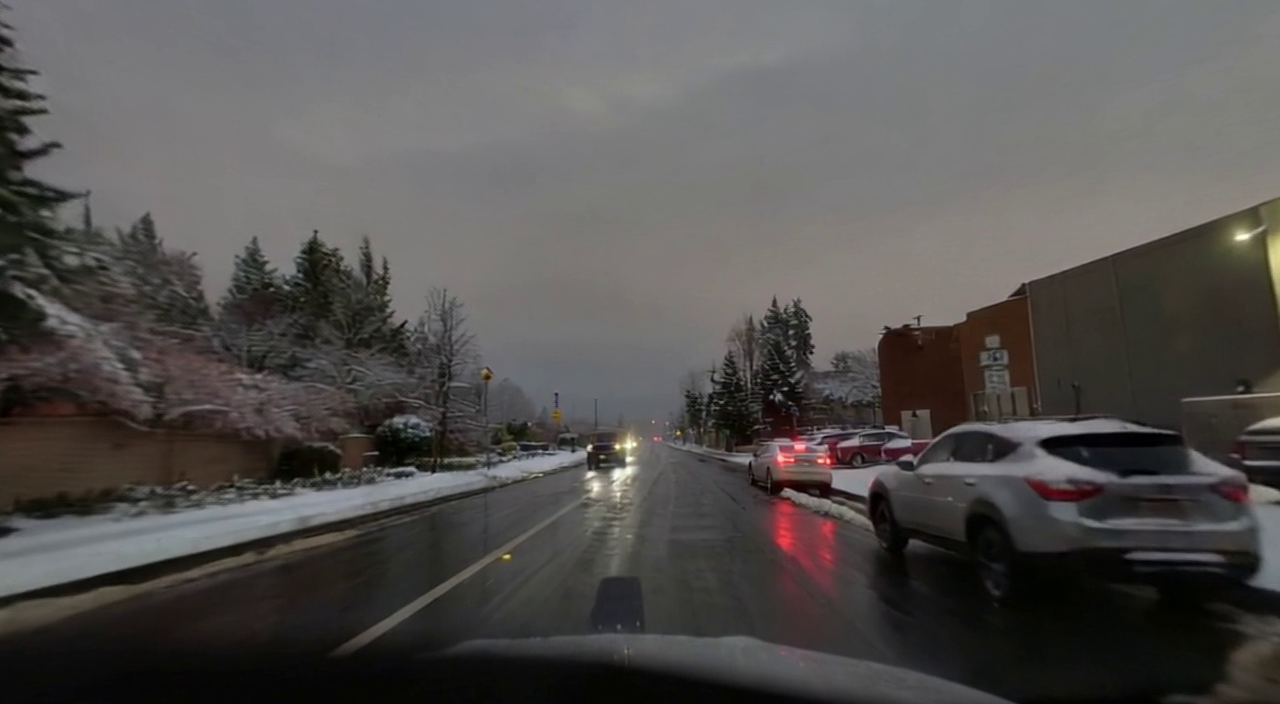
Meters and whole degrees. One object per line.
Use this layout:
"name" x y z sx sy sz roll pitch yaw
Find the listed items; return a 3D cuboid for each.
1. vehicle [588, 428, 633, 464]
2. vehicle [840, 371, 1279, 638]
"vehicle" -2.077 7.055 47.300 2.788 2.451 7.130 0 -8 2
"vehicle" 3.994 1.344 6.606 2.270 1.749 4.792 0 -8 1
